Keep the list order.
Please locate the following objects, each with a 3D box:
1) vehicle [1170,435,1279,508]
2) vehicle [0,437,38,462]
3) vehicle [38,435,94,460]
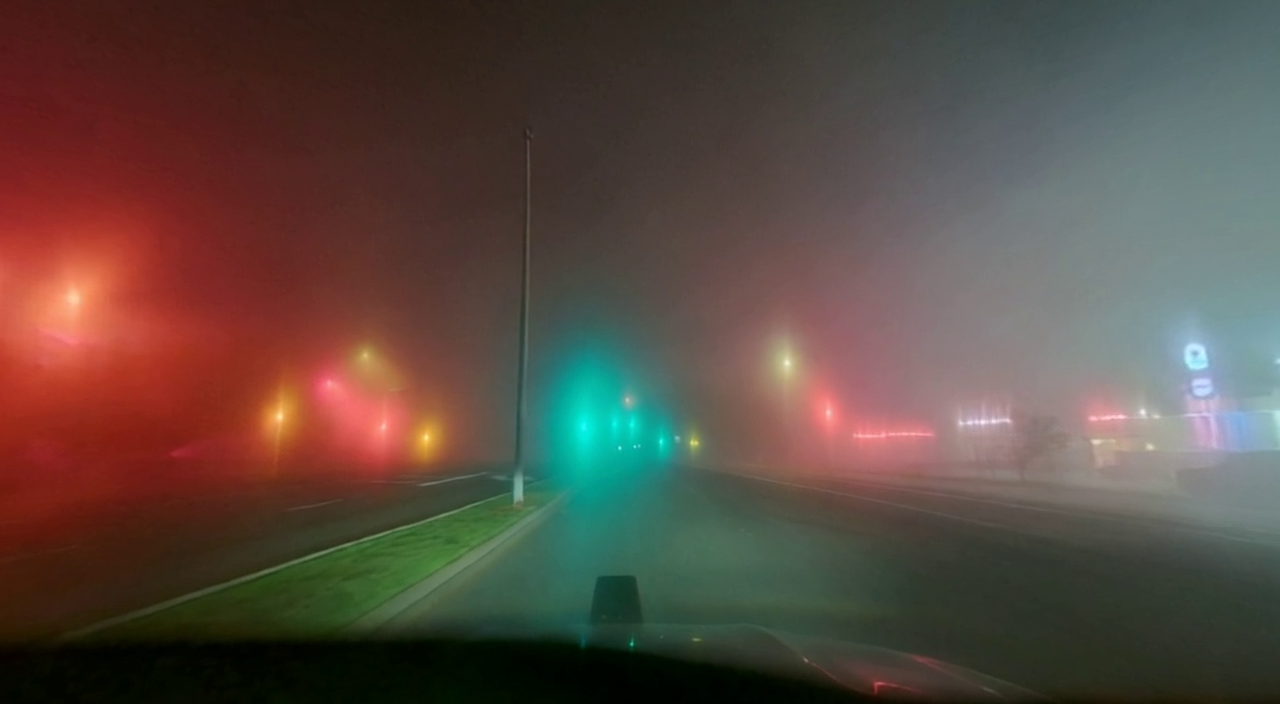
[{"bbox_3d":[17.661,3.206,17.253,4.660,1.814,2.099,1,-9,-7],"label":"vehicle"},{"bbox_3d":[-36.241,5.552,36.000,1.655,1.387,3.758,4,-10,-26],"label":"vehicle"},{"bbox_3d":[-33.720,5.596,37.193,1.727,1.383,3.557,4,-10,-32],"label":"vehicle"}]
